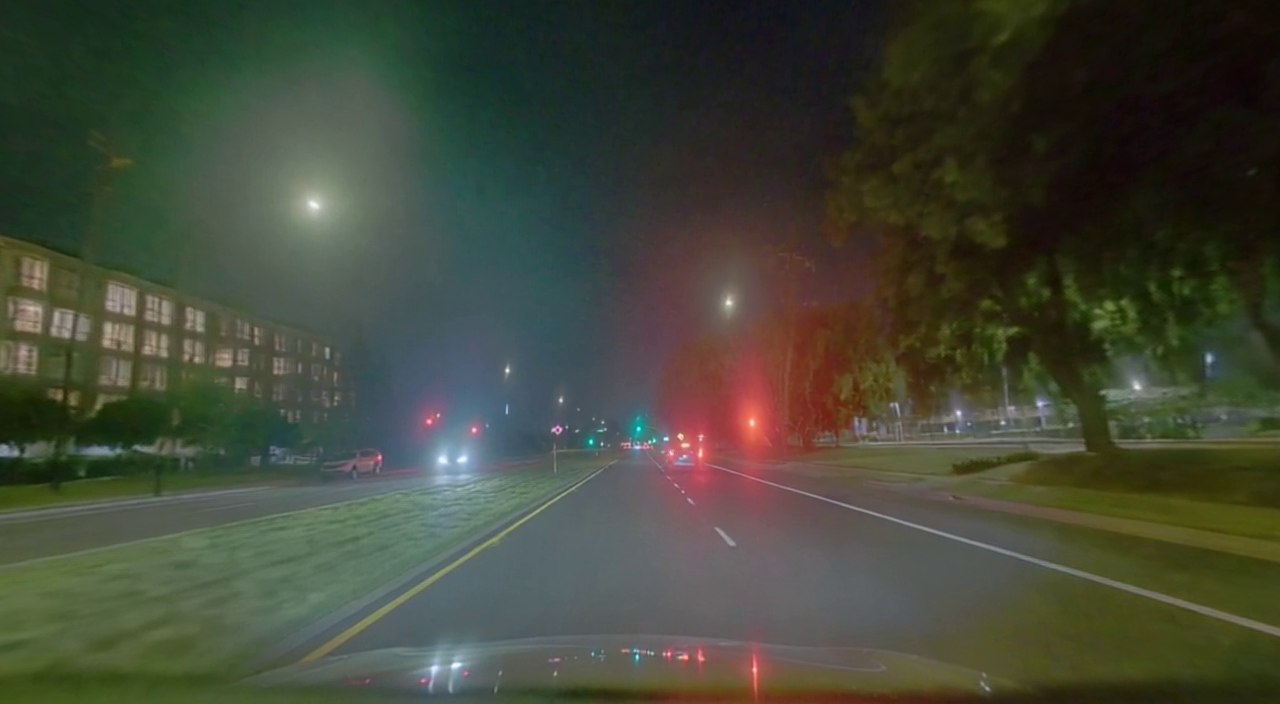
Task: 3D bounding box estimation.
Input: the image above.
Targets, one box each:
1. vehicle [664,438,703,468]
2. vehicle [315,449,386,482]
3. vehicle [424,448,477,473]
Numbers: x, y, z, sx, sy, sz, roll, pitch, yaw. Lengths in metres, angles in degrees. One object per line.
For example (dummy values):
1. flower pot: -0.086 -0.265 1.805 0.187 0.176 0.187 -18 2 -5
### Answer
1. vehicle: 2.818 6.668 41.961 2.085 1.828 5.383 0 -8 -1
2. vehicle: -17.040 6.658 37.439 2.052 1.776 4.483 0 -8 0
3. vehicle: -11.892 6.828 39.997 1.890 1.446 4.714 0 -9 0
